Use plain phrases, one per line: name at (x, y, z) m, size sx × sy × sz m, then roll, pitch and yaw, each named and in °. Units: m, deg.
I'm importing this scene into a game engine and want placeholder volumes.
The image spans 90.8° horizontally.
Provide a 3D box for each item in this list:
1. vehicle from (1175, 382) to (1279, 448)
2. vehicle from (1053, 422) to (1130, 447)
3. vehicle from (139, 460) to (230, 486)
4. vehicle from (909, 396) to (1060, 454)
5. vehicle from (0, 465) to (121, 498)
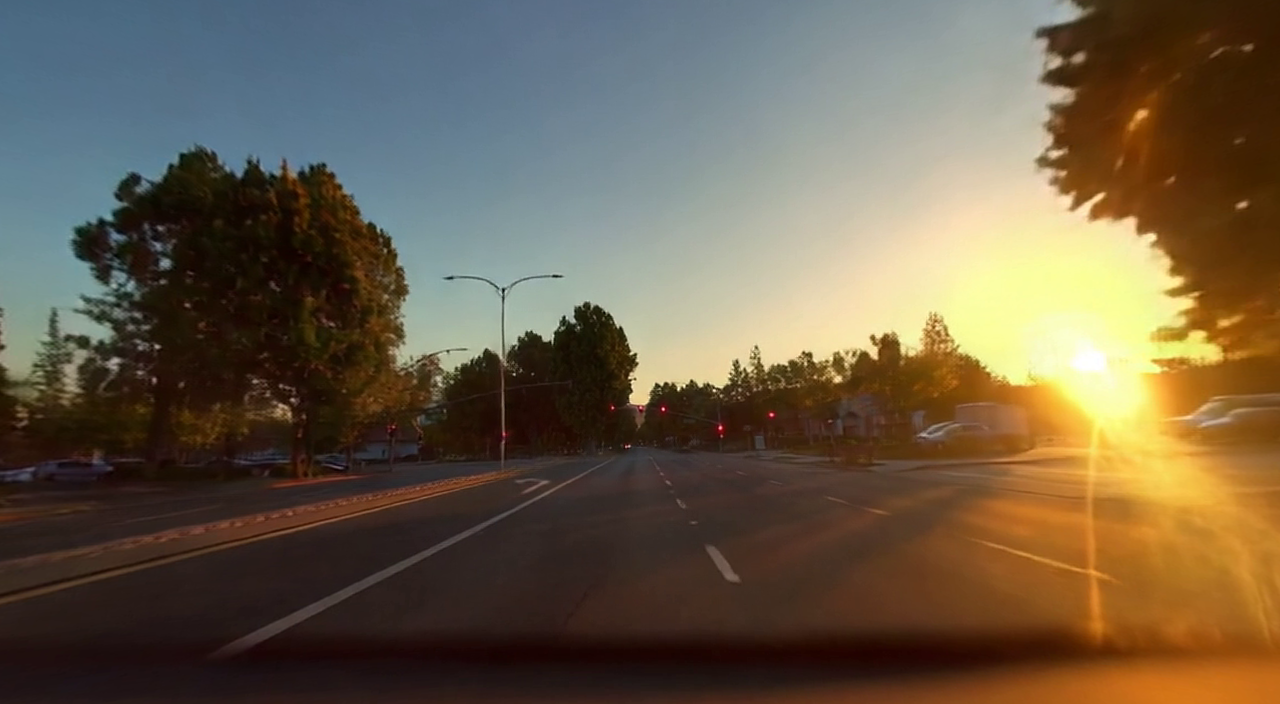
vehicle at (32.606, 3.388, 33.044) m, size 2.751 × 3.197 × 7.018 m, roll 0°, pitch -9°, yaw -2°
vehicle at (32.842, 6.073, 46.155) m, size 1.990 × 1.708 × 4.629 m, roll -1°, pitch -9°, yaw -3°
vehicle at (-30.141, 8.017, 41.875) m, size 4.396 × 1.633 × 2.000 m, roll 0°, pitch -9°, yaw 0°
vehicle at (20.559, 4.434, 38.014) m, size 7.304 × 3.335 × 2.869 m, roll 0°, pitch -9°, yaw -2°
vehicle at (-30.930, 6.856, 33.625) m, size 4.713 × 1.607 × 2.022 m, roll 0°, pitch -9°, yaw 1°
